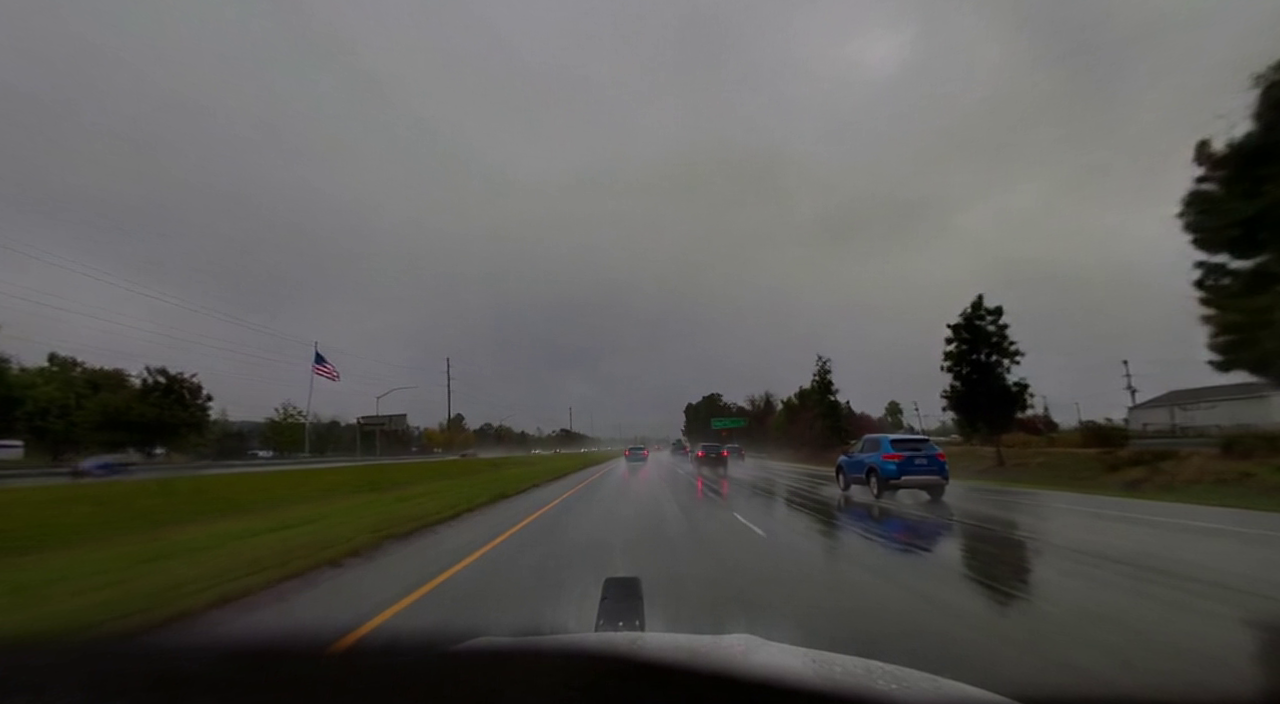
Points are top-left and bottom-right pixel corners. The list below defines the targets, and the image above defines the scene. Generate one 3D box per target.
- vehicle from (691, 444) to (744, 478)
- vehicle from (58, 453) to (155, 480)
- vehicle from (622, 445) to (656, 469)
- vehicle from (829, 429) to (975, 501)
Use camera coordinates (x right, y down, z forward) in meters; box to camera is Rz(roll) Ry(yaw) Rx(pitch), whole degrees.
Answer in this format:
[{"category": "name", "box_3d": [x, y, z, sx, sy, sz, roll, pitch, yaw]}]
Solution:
[{"category": "vehicle", "box_3d": [3.655, 5.222, 30.580, 1.978, 1.488, 4.252, 0, -9, -1]}, {"category": "vehicle", "box_3d": [-32.581, 7.005, 38.798, 1.860, 1.489, 4.676, 0, -9, 0]}, {"category": "vehicle", "box_3d": [-0.094, 6.755, 40.732, 2.085, 1.449, 3.860, 0, -9, 0]}, {"category": "vehicle", "box_3d": [7.333, 3.208, 18.384, 2.114, 1.800, 4.779, 0, -9, -1]}]
